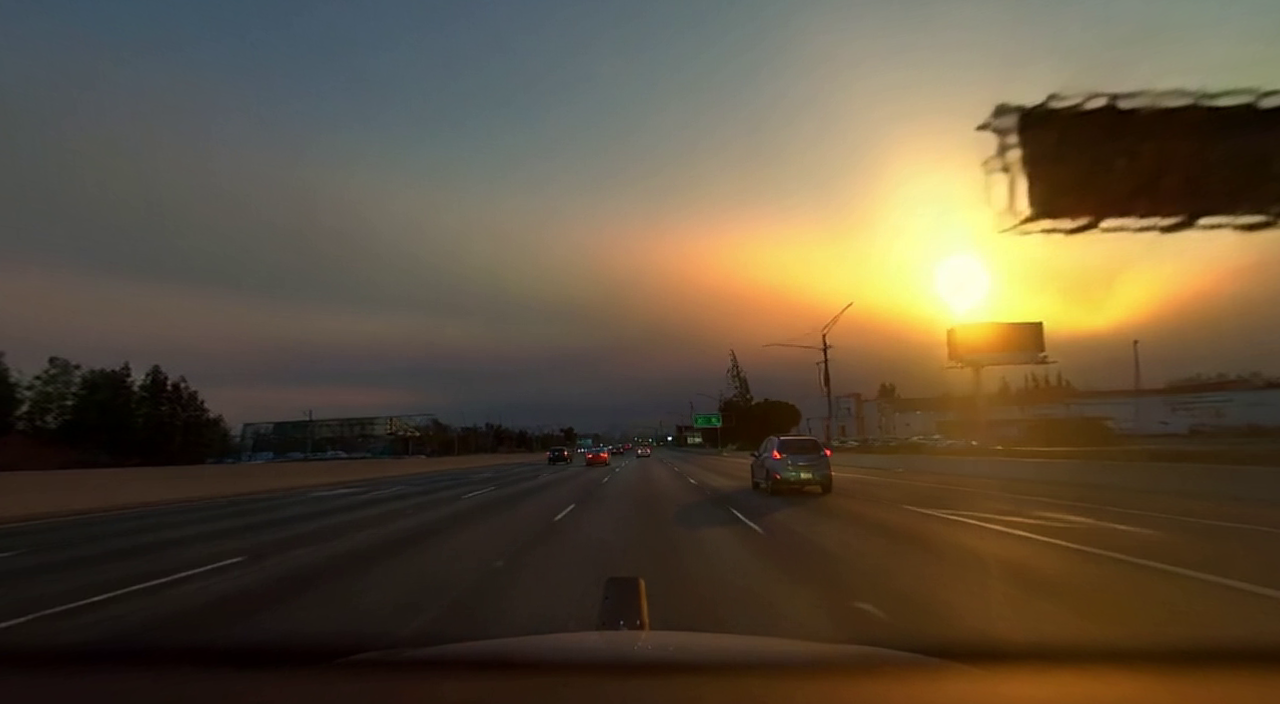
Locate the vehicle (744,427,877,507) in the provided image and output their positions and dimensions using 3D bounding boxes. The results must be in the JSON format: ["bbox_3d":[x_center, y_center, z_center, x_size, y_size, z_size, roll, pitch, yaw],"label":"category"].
[{"bbox_3d":[4.205,2.925,16.459,2.109,1.764,4.704,0,-9,-1],"label":"vehicle"}]

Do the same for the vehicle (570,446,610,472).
[{"bbox_3d":[-3.066,6.723,39.704,2.139,1.510,4.506,0,-9,0],"label":"vehicle"}]
